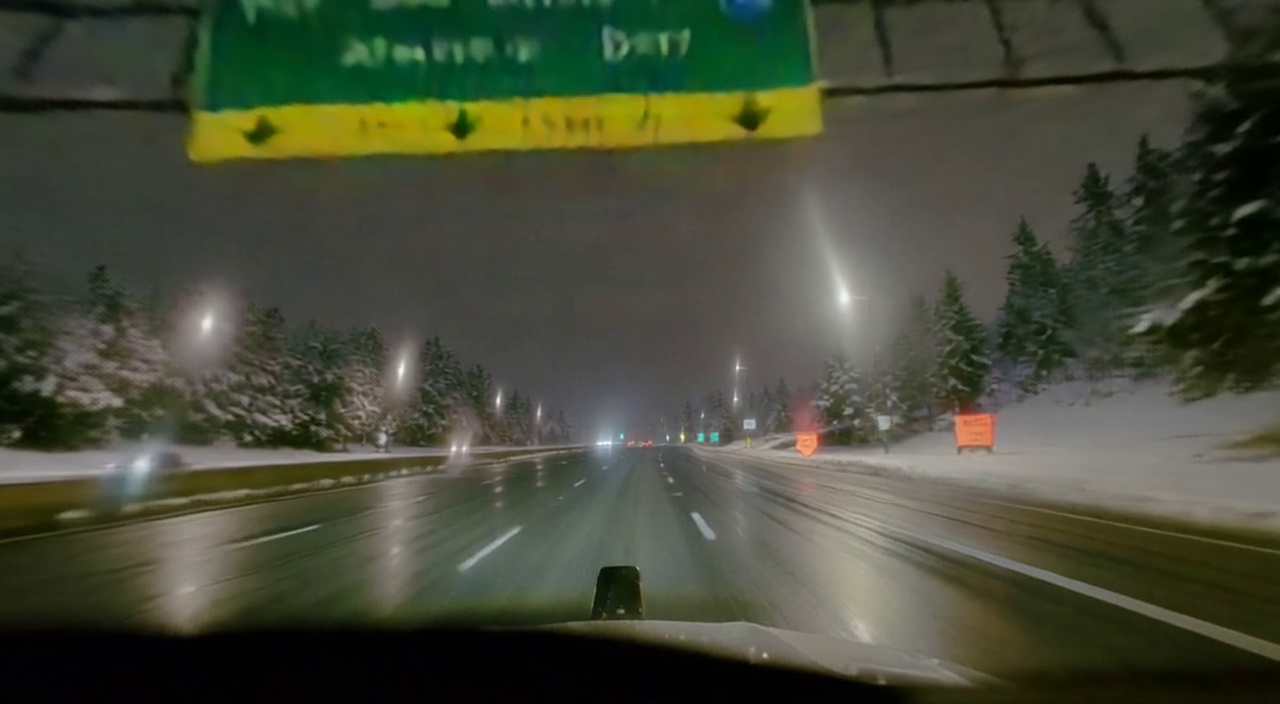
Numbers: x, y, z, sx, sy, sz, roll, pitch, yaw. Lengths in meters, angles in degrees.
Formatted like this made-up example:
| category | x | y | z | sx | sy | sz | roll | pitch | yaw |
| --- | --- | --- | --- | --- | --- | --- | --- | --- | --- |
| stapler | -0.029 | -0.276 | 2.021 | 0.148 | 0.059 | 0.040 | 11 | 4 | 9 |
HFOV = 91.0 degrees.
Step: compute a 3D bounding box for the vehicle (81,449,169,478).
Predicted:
| category | x | y | z | sx | sy | sz | roll | pitch | yaw |
| --- | --- | --- | --- | --- | --- | --- | --- | --- | --- |
| vehicle | -29.804 | 6.452 | 36.610 | 1.707 | 1.538 | 3.841 | 0 | -9 | 3 |
